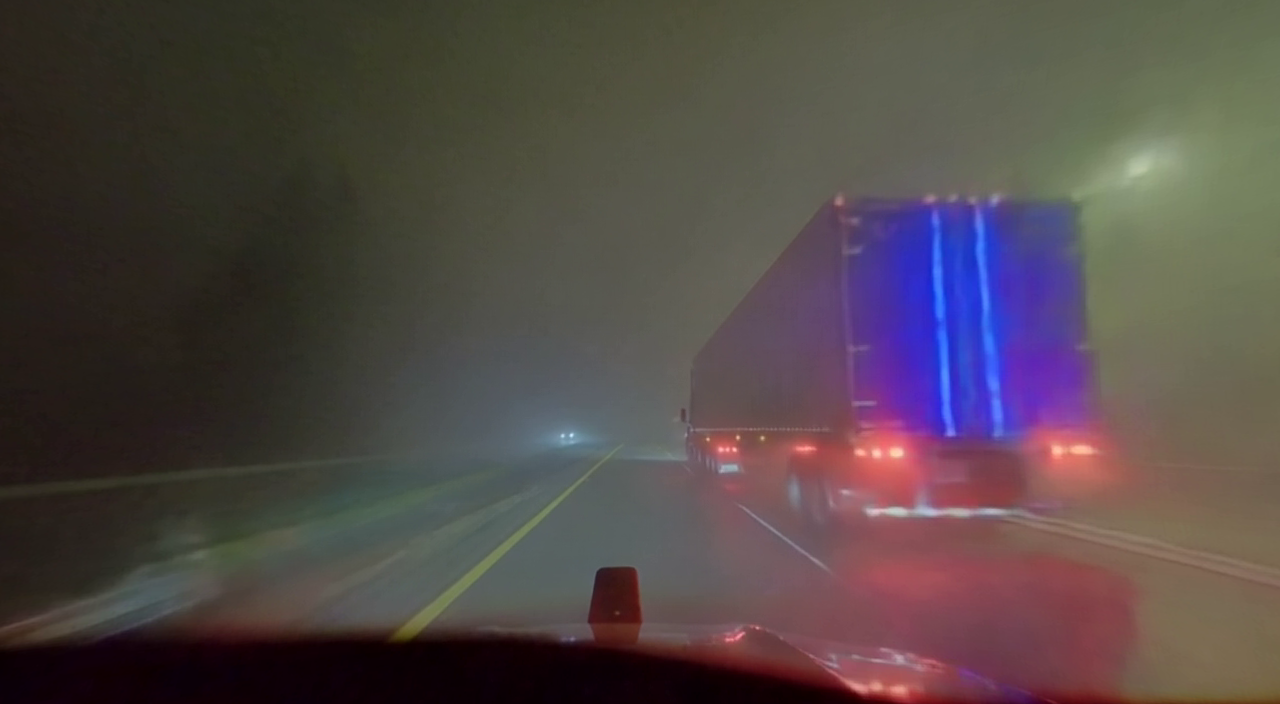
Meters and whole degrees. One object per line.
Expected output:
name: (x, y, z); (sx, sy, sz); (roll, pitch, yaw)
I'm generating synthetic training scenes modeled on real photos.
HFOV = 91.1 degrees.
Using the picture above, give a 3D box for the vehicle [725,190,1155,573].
vehicle: (3.509, 0.785, 10.560); (2.949, 3.877, 8.528); (0, -8, 0)
